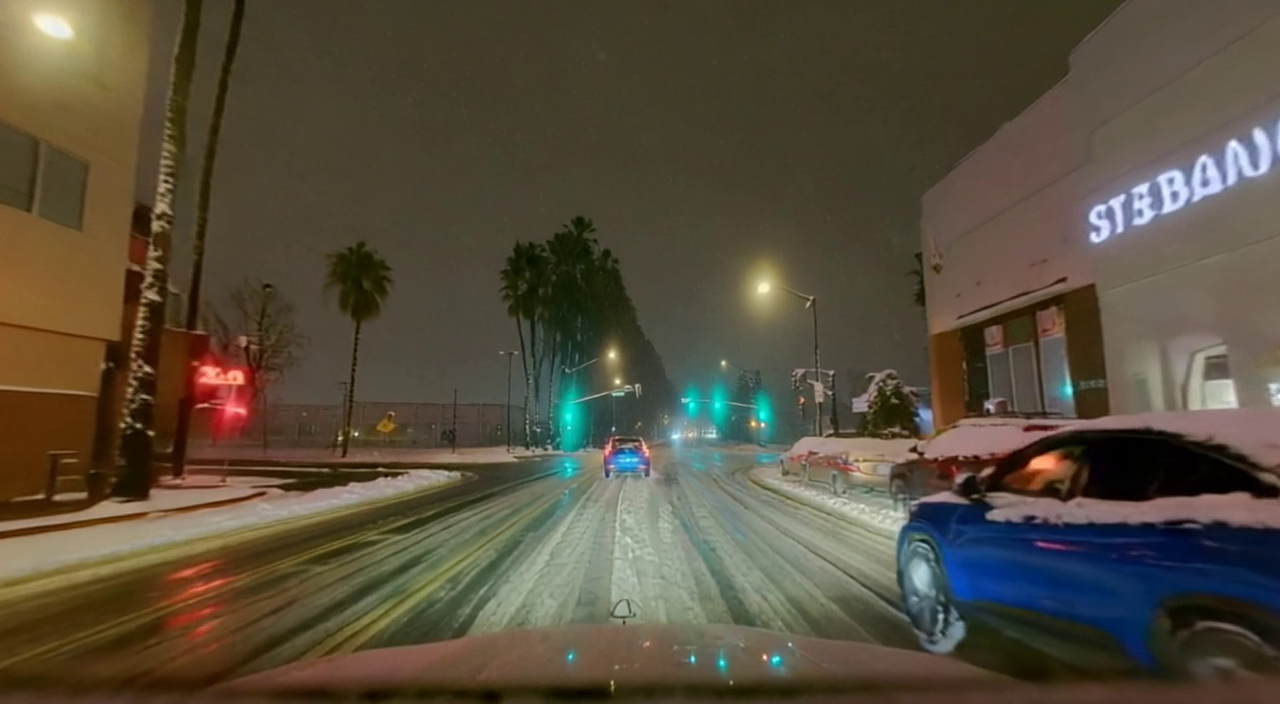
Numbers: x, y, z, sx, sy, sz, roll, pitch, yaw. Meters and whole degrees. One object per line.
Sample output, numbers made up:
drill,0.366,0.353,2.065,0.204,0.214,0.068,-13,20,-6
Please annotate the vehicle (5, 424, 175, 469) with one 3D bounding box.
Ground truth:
vehicle,-32.611,5.651,37.826,2.562,2.387,6.989,-4,-10,29

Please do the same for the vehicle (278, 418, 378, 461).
vehicle,-20.911,5.955,42.661,2.198,2.684,5.751,-4,-9,25

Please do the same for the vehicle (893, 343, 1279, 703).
vehicle,3.118,0.941,3.035,1.983,1.654,4.354,0,-8,0

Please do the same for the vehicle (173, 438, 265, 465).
vehicle,-29.173,6.904,43.991,1.863,1.733,4.974,-5,-9,27

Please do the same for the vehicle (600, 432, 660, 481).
vehicle,-0.383,3.947,24.119,2.063,1.664,4.471,0,-8,-1
